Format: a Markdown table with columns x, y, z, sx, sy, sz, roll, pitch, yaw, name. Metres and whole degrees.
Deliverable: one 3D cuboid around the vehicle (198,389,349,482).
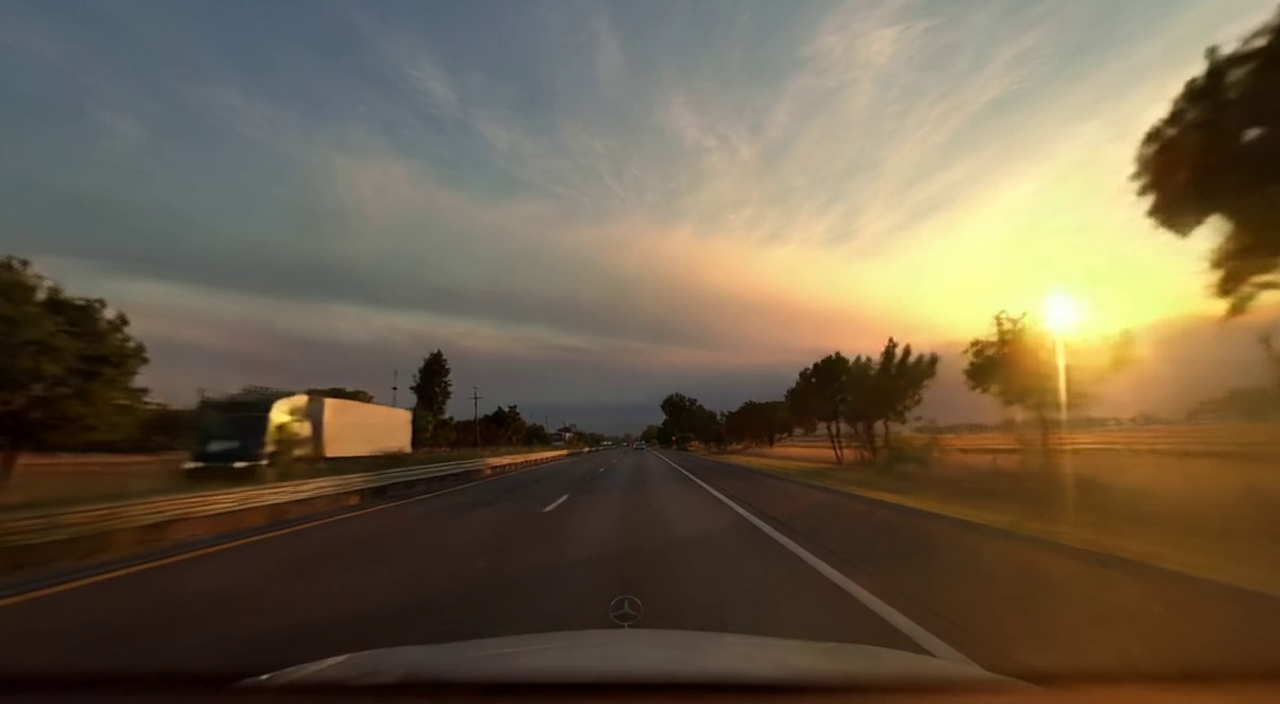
| x | y | z | sx | sy | sz | roll | pitch | yaw | name |
| --- | --- | --- | --- | --- | --- | --- | --- | --- | --- |
| -16.622 | 3.861 | 29.130 | 2.977 | 3.808 | 6.217 | 0 | -8 | 1 | vehicle |
